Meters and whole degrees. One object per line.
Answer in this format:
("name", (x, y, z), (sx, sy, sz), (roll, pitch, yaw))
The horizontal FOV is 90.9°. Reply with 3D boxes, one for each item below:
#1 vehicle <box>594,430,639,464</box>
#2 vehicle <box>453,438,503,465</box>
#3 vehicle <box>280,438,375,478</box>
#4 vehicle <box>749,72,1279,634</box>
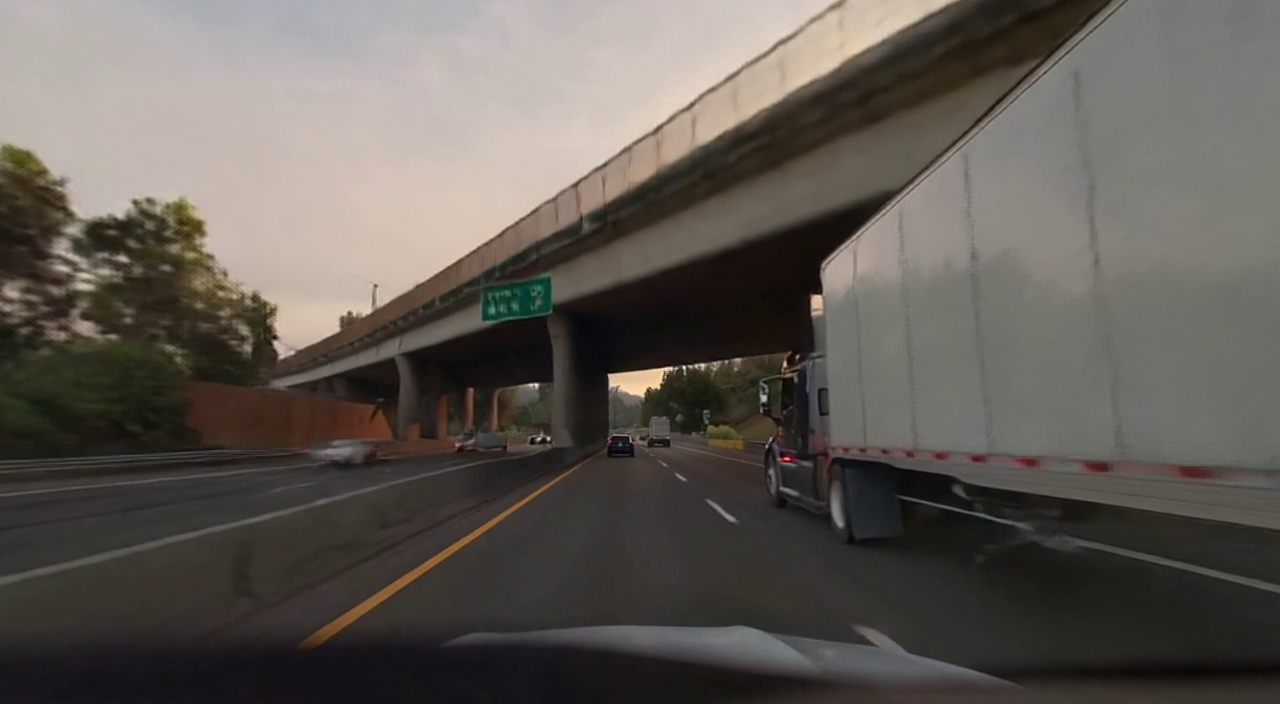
("vehicle", (-1.118, 4.625, 30.864), (2.095, 1.557, 3.963), (0, -8, -1))
("vehicle", (-9.891, 6.095, 38.842), (2.045, 1.515, 4.117), (0, -8, -1))
("vehicle", (-13.683, 4.624, 27.908), (2.013, 1.628, 4.313), (0, -8, -1))
("vehicle", (3.988, 0.501, 8.910), (2.955, 3.940, 9.037), (0, -8, -2))
